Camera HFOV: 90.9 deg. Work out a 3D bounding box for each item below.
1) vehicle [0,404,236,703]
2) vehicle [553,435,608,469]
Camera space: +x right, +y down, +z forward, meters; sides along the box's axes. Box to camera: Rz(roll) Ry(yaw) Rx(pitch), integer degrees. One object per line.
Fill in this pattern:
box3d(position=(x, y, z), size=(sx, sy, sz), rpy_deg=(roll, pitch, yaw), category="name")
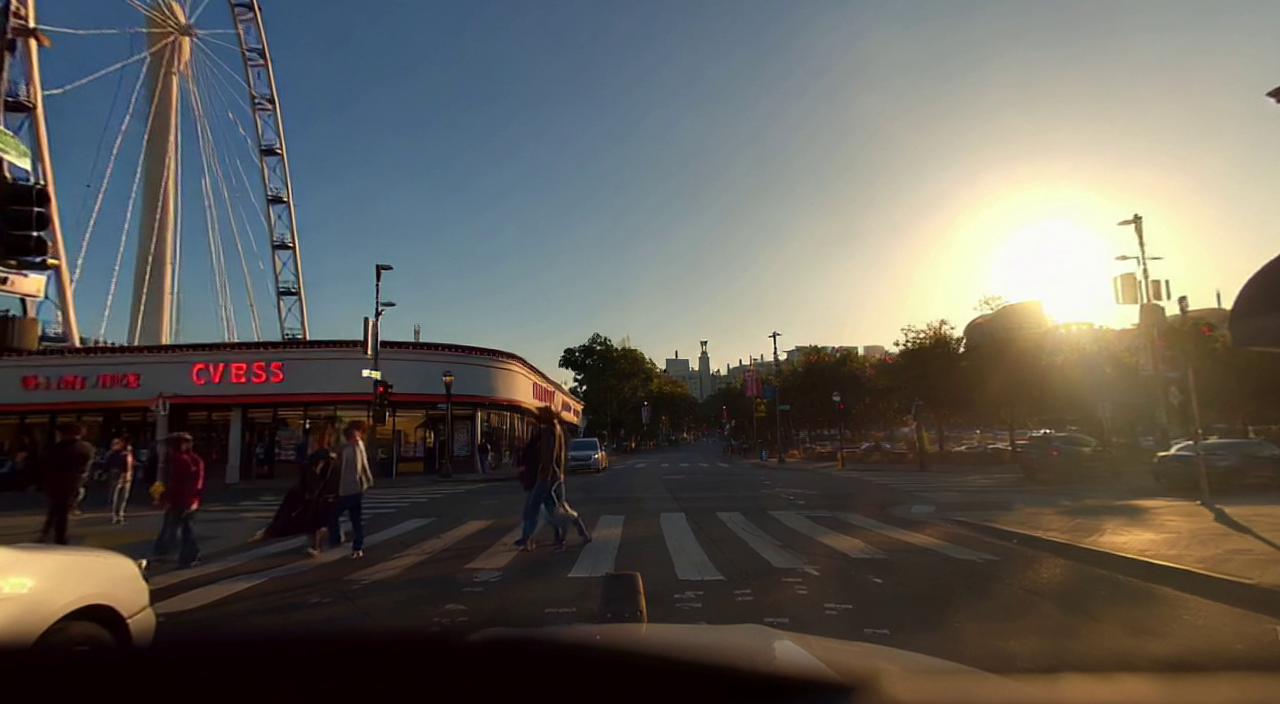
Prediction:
box3d(position=(-3.370, 0.788, 1.180), size=(1.940, 1.505, 4.676), rpy_deg=(-1, -9, 3), category="vehicle")
box3d(position=(-3.890, 6.350, 40.259), size=(2.549, 2.000, 5.699), rpy_deg=(2, -9, -15), category="vehicle")
